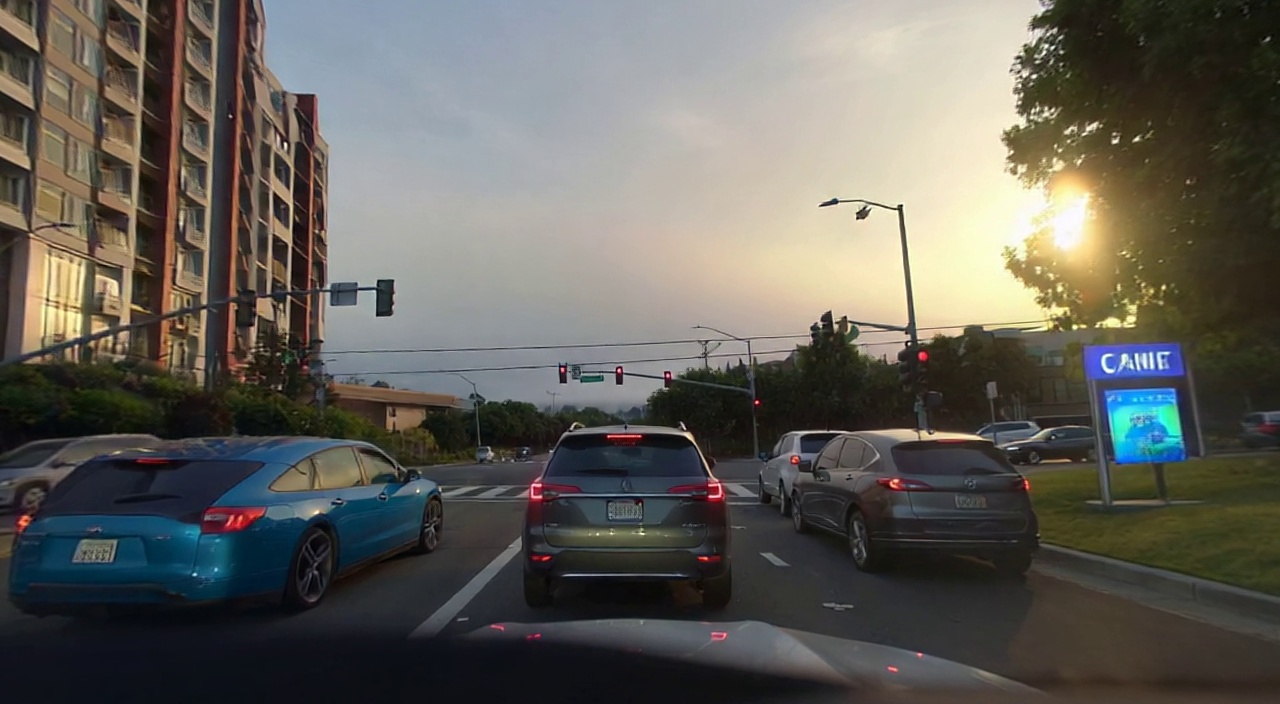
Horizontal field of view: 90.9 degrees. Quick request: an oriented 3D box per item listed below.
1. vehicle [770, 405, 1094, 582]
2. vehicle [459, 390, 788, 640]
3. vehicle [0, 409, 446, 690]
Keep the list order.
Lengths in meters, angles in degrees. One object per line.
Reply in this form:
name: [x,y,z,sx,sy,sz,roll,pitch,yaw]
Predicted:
vehicle: [3.217,1.662,8.251,2.004,1.646,4.554,0,-8,-1]
vehicle: [-0.130,1.408,6.433,2.195,1.662,4.262,0,-8,-1]
vehicle: [-3.548,1.421,5.819,1.906,1.524,4.547,0,-8,2]
